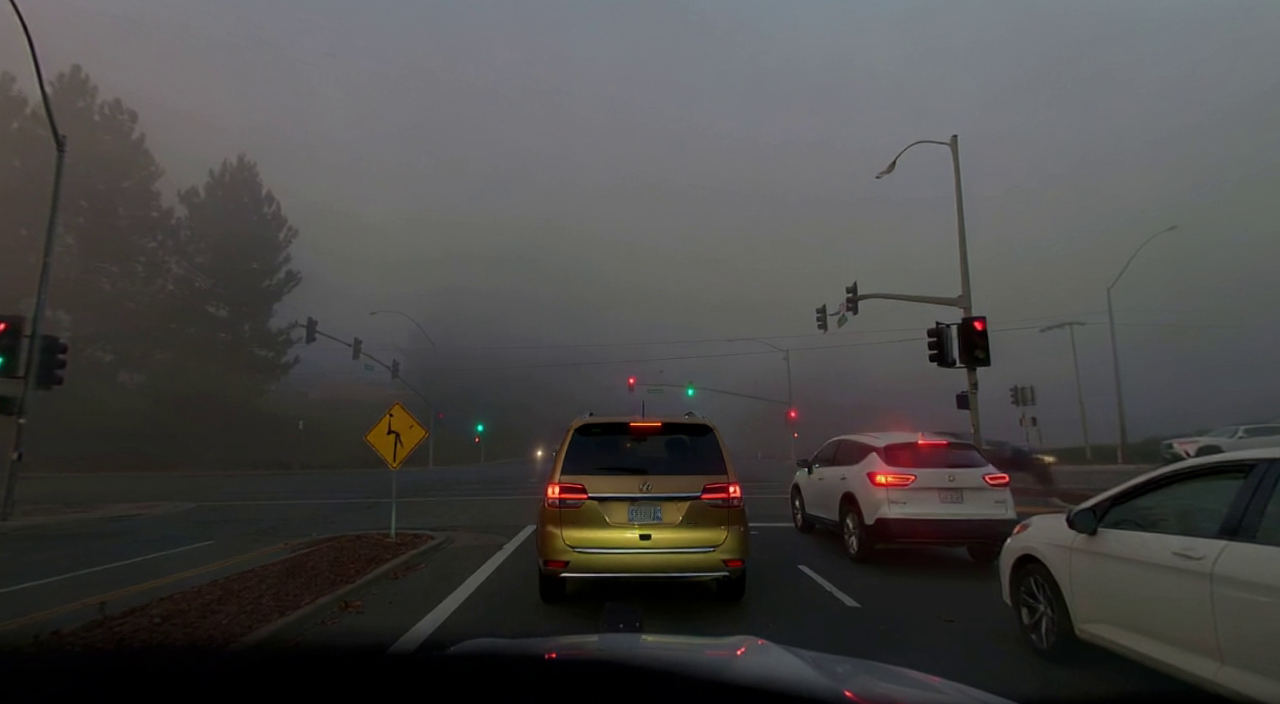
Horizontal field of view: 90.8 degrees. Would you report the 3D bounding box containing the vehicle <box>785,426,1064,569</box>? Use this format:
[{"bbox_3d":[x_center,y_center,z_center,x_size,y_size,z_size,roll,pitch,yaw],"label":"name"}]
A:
[{"bbox_3d":[3.517,1.860,8.870,1.861,1.495,4.215,0,-8,-1],"label":"vehicle"}]

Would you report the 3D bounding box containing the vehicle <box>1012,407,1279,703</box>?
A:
[{"bbox_3d":[3.155,0.820,1.432,1.924,1.466,4.461,0,-8,1],"label":"vehicle"}]

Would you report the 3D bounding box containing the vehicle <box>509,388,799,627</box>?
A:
[{"bbox_3d":[0.096,1.497,7.069,2.170,1.793,4.468,0,-8,0],"label":"vehicle"}]
